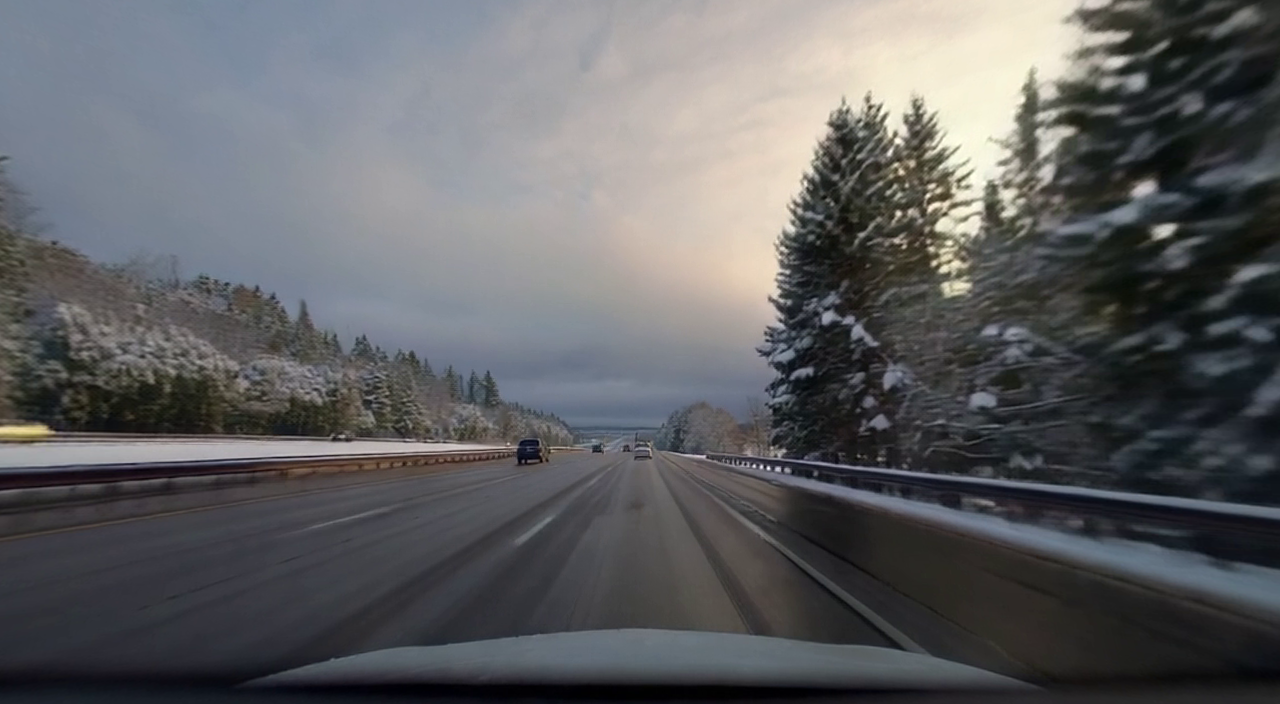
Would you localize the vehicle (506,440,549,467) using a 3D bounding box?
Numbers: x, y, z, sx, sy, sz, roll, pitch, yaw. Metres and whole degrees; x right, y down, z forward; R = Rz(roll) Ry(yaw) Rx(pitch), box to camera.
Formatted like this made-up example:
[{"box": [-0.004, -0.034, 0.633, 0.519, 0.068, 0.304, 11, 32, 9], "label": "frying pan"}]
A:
[{"box": [-7.190, 6.523, 40.647, 1.972, 1.603, 3.891, 0, -8, 1], "label": "vehicle"}]
